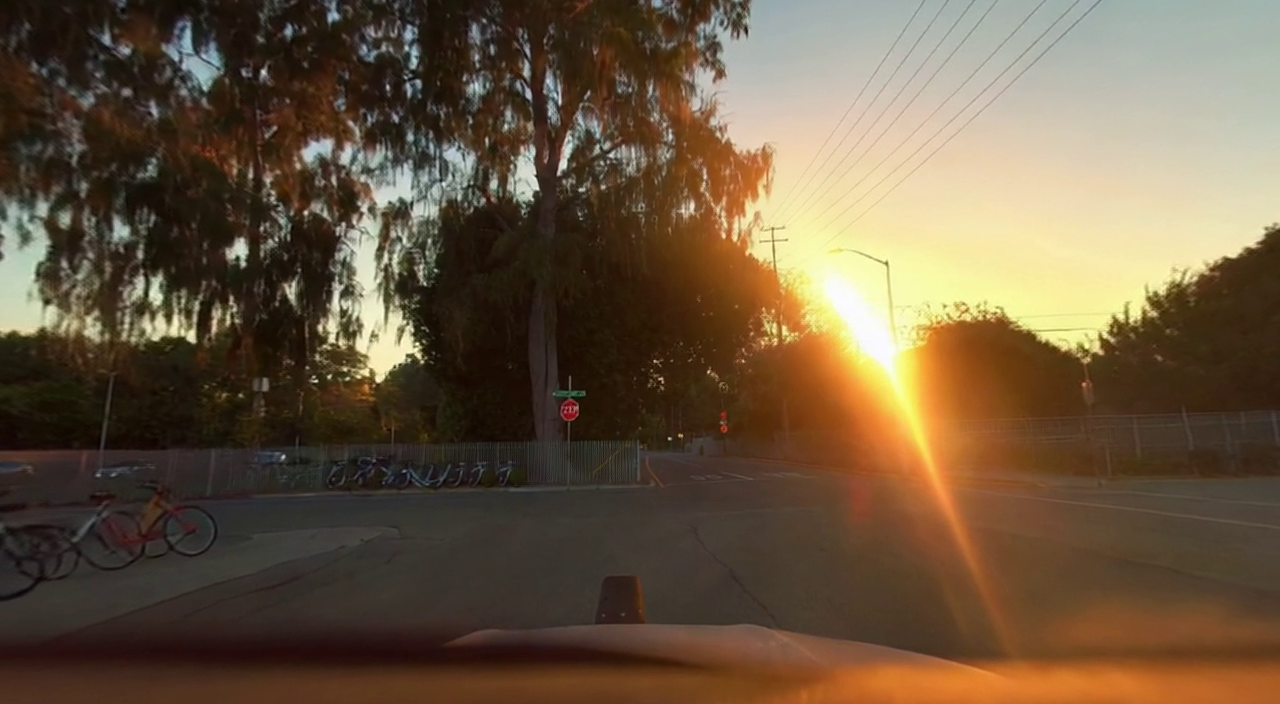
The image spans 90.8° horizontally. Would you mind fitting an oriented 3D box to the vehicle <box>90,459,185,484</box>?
[{"bbox_3d":[-33.592,7.995,42.373,4.569,1.558,1.903,1,-9,-5],"label":"vehicle"}]
